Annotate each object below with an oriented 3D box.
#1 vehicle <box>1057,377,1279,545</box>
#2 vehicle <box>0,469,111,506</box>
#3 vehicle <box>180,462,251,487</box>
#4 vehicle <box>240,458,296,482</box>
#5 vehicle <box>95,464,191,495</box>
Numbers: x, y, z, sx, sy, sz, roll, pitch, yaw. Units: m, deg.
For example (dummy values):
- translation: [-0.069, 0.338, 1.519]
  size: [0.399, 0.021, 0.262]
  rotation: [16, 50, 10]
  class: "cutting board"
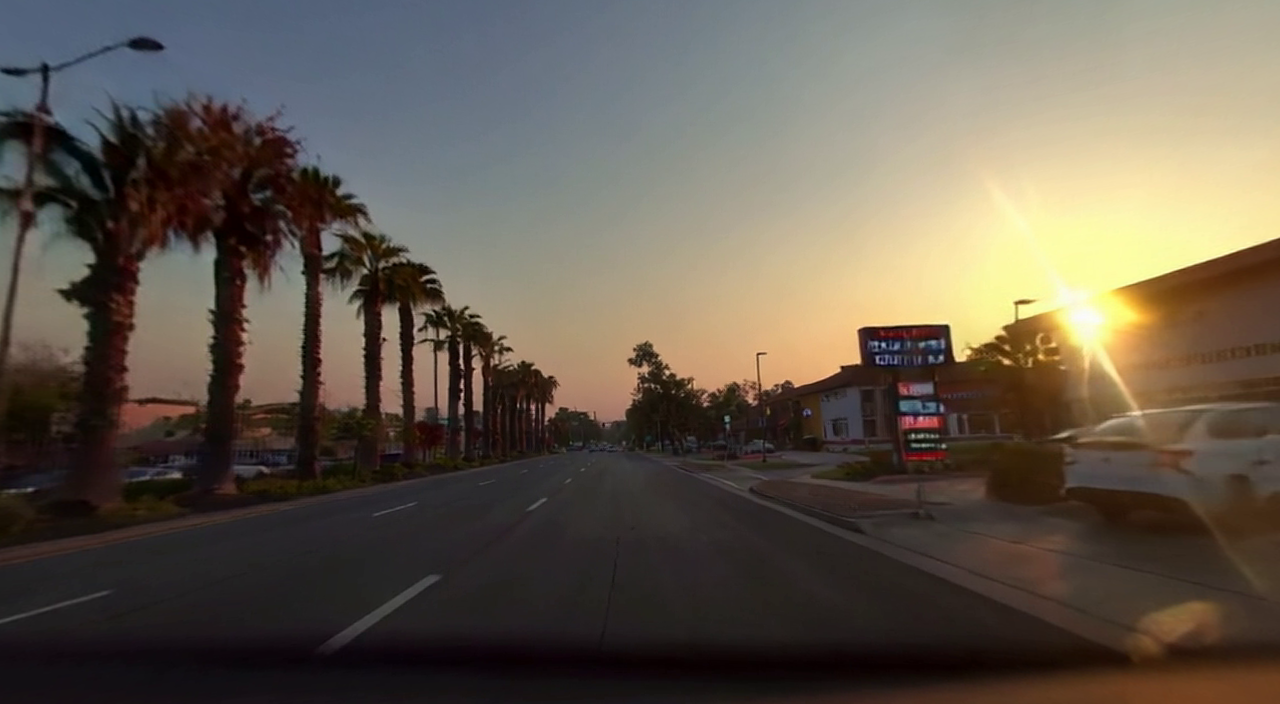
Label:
- translation: [8.982, 1.688, 10.208]
  size: [5.154, 2.026, 2.257]
  rotation: [7, -12, -41]
  class: "vehicle"
- translation: [-27.505, 6.265, 29.524]
  size: [1.909, 1.436, 4.443]
  rotation: [0, -9, -4]
  class: "vehicle"
- translation: [-28.382, 8.185, 42.414]
  size: [1.807, 1.446, 4.605]
  rotation: [0, -9, -3]
  class: "vehicle"
- translation: [-28.650, 9.054, 48.797]
  size: [1.938, 1.667, 4.364]
  rotation: [0, -9, -4]
  class: "vehicle"
- translation: [-27.823, 7.113, 35.585]
  size: [1.861, 1.474, 4.719]
  rotation: [0, -9, -5]
  class: "vehicle"
